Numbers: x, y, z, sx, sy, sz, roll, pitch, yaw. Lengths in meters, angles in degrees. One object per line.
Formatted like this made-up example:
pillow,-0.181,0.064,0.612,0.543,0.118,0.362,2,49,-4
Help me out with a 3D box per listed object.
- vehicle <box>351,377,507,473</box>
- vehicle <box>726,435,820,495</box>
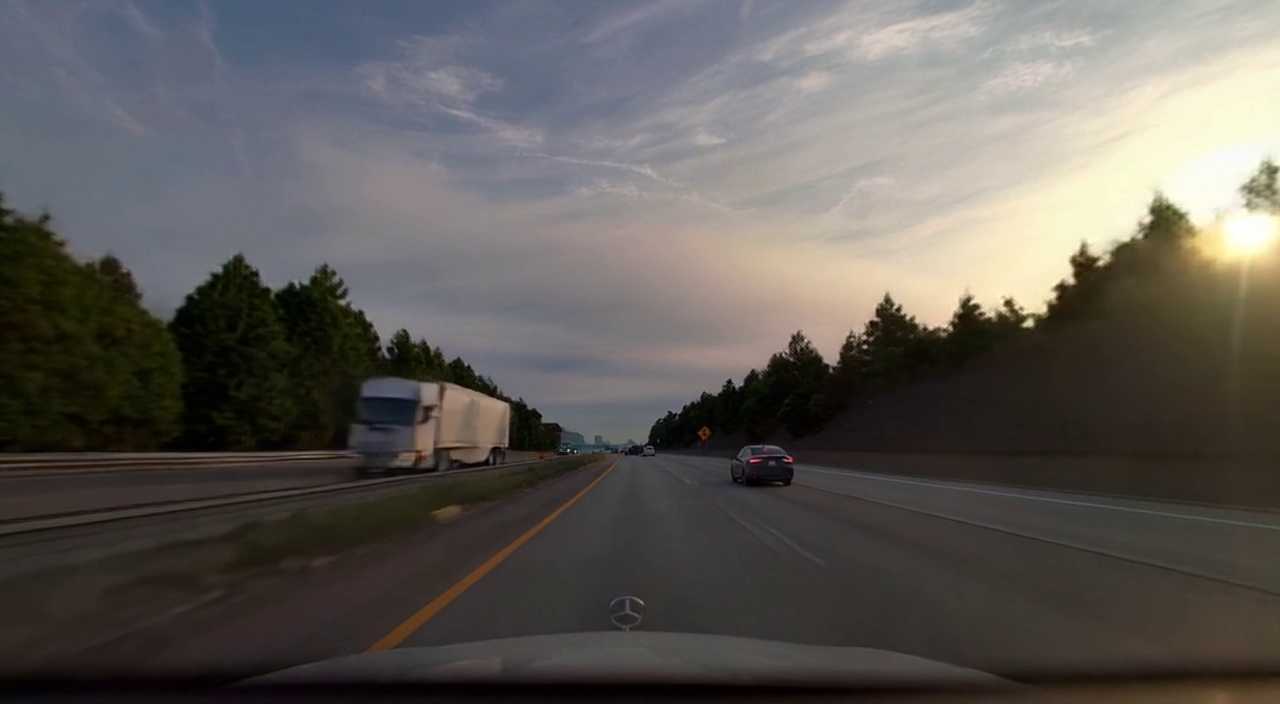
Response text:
vehicle,-9.409,3.774,30.616,3.048,3.633,13.591,0,-9,-1
vehicle,4.084,3.561,20.175,1.933,1.663,4.440,0,-9,-1
